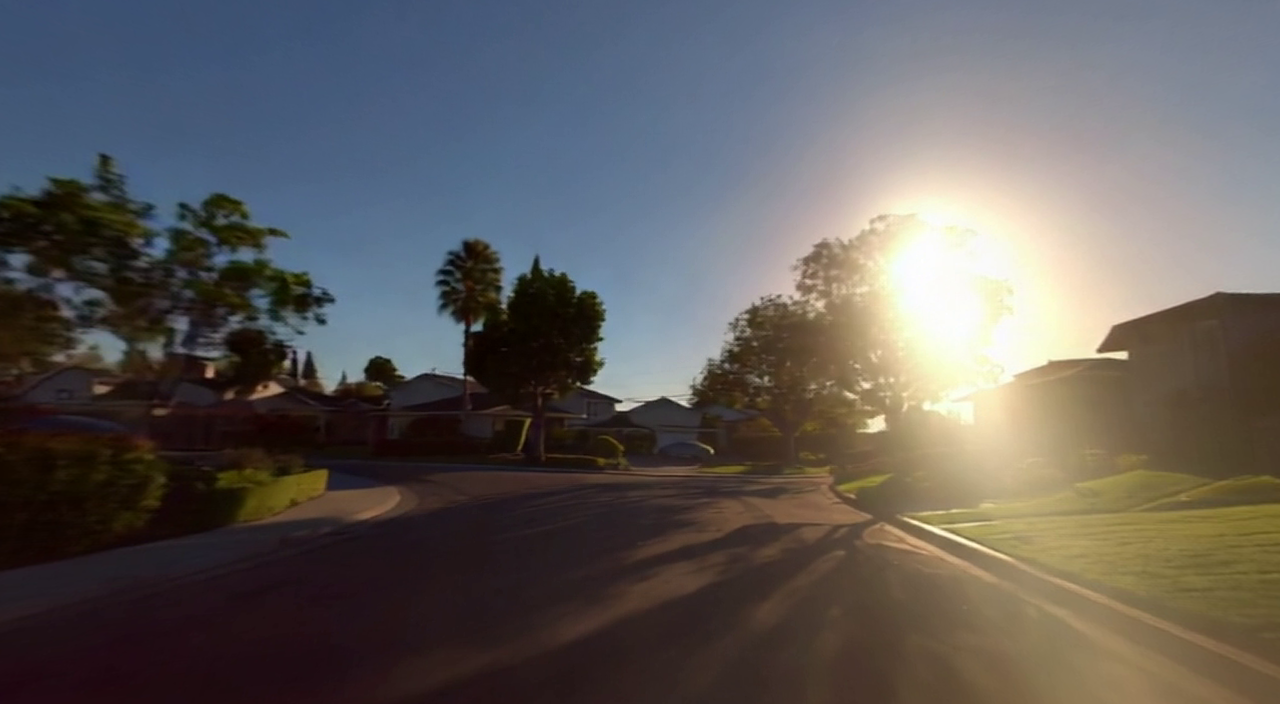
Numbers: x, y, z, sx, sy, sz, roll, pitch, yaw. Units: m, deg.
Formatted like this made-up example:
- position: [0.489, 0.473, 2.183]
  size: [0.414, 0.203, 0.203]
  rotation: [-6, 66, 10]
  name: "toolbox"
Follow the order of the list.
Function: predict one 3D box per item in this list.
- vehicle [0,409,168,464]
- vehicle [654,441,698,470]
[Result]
- position: [-18.429, 2.764, 20.252]
  size: [1.791, 1.517, 5.089]
  rotation: [-5, -9, 15]
  name: "vehicle"
- position: [2.547, 7.127, 43.519]
  size: [2.180, 1.752, 4.700]
  rotation: [-5, -9, 12]
  name: "vehicle"
